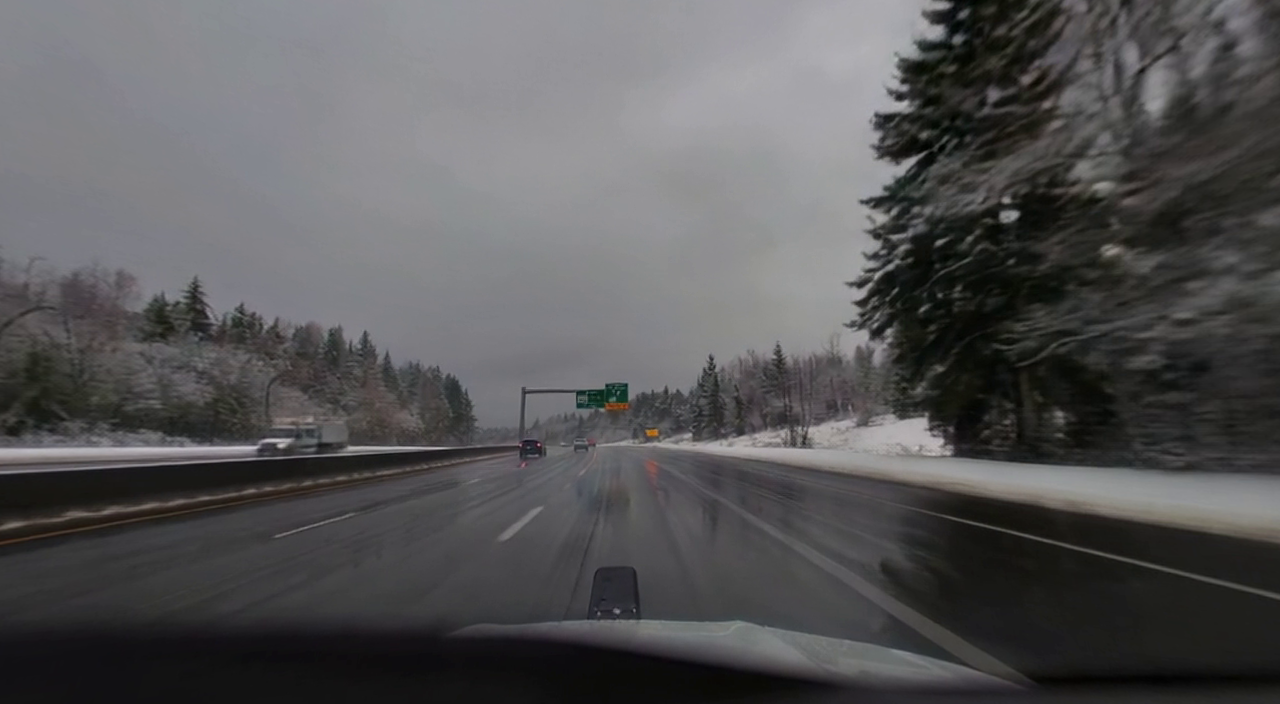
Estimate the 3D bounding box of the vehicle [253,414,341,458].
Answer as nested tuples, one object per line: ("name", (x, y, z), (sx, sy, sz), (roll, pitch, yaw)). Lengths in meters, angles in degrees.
("vehicle", (-25.111, 6.257, 46.594), (2.551, 2.904, 7.387), (0, -8, -2))
